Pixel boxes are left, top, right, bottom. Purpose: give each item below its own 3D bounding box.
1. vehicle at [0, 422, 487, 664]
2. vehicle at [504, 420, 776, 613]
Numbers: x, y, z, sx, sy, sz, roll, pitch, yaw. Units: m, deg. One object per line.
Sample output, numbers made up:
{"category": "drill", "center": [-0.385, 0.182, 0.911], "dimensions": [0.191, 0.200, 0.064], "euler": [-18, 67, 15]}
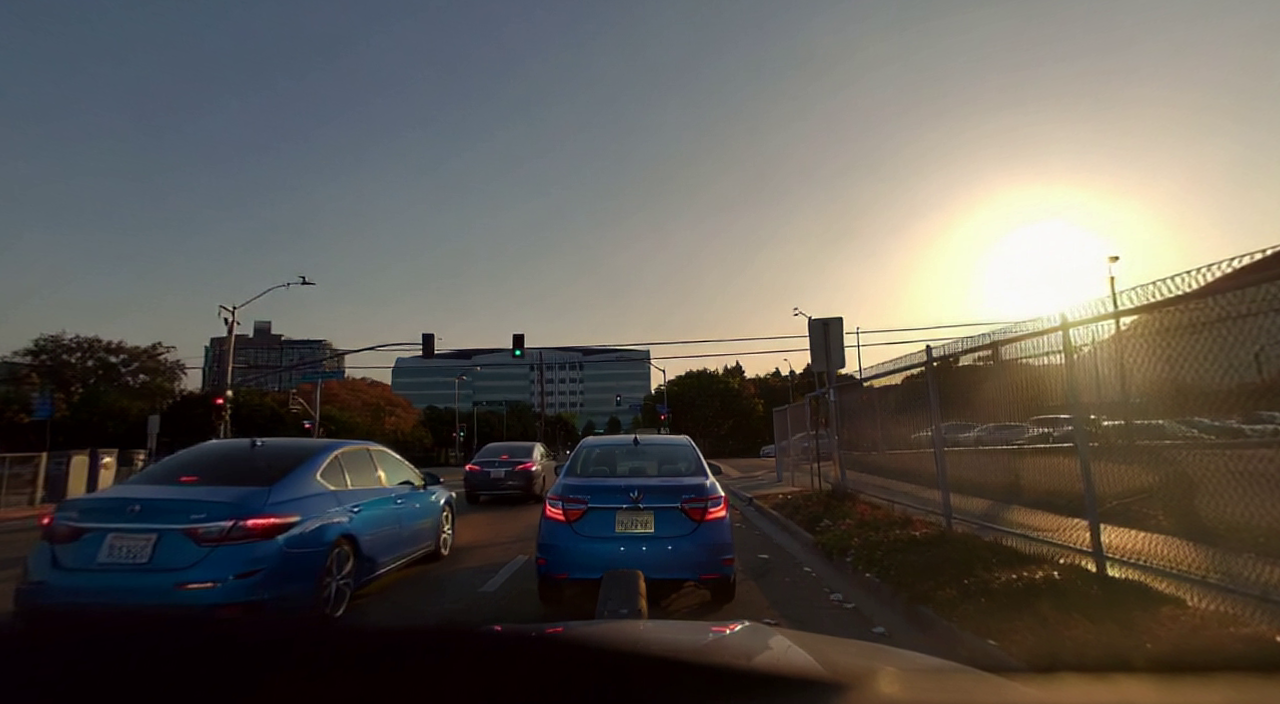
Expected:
{"category": "vehicle", "center": [-3.159, 1.537, 6.280], "dimensions": [1.971, 1.488, 4.581], "euler": [0, -9, 2]}
{"category": "vehicle", "center": [-0.003, 1.613, 7.080], "dimensions": [2.144, 1.514, 4.063], "euler": [0, -9, 0]}
